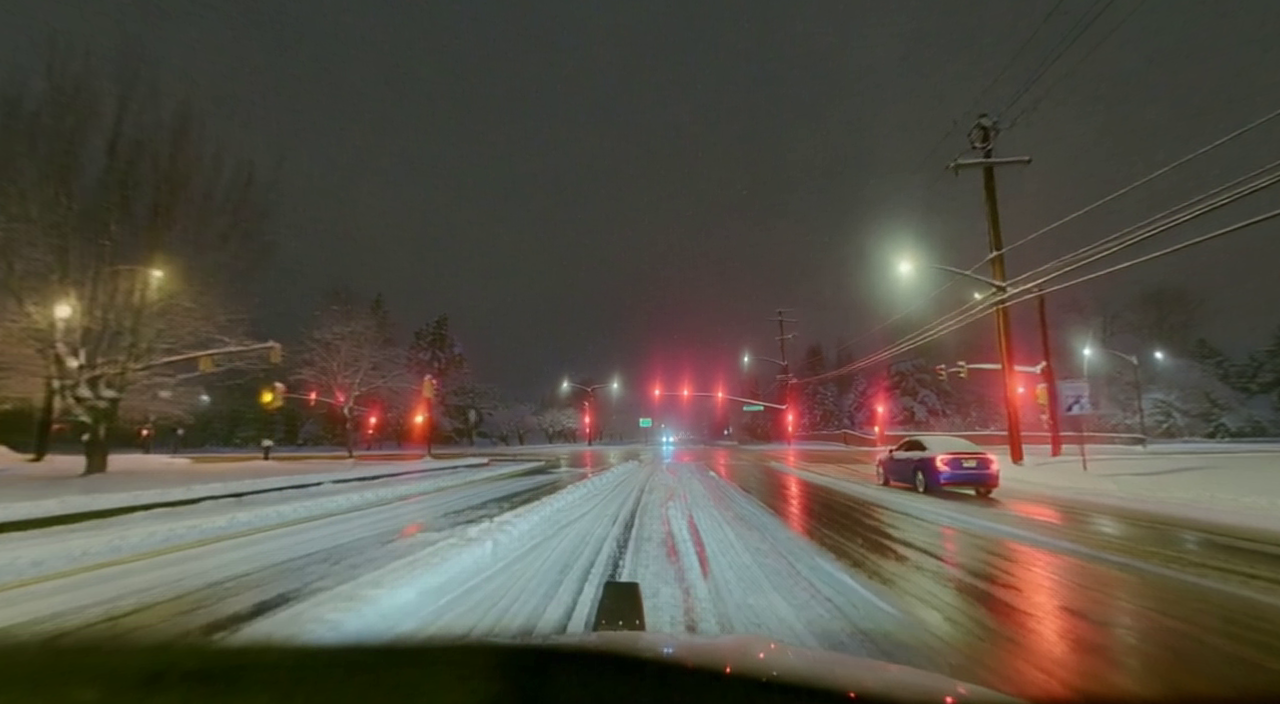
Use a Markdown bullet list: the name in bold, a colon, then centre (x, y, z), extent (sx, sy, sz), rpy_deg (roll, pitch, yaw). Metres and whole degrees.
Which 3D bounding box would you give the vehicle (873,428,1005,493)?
- **vehicle**: centre (7.899, 2.885, 17.104), extent (1.797, 1.544, 3.685), rpy_deg (0, -9, 1)
